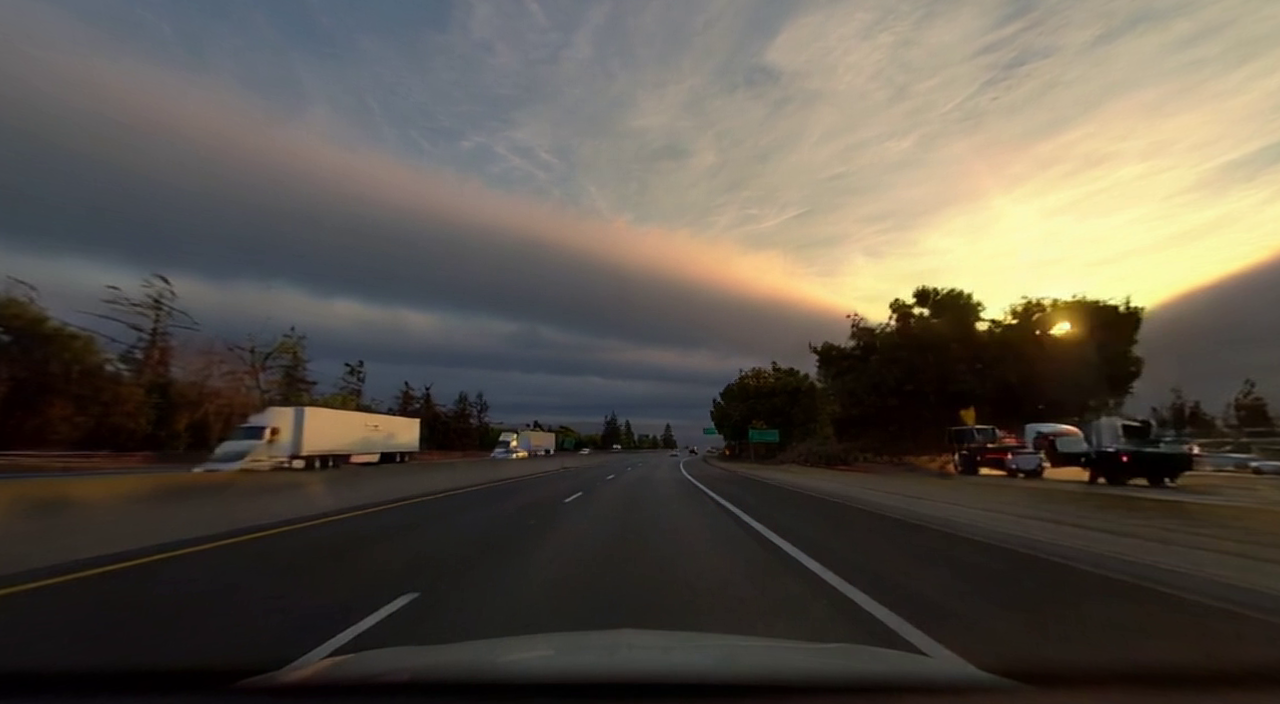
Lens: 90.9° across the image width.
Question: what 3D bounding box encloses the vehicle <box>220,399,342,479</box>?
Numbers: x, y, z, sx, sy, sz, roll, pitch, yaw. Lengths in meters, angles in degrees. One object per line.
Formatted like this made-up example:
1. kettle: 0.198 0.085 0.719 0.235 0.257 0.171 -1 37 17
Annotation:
1. vehicle: -19.558 4.832 34.829 2.956 3.971 5.830 -1 -9 2

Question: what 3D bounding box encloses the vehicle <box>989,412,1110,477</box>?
1. vehicle: 28.055 6.437 43.785 2.821 4.075 7.994 0 -9 -1

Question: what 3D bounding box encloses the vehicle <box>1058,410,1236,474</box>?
1. vehicle: 37.070 6.844 47.203 2.901 3.941 12.447 -4 -9 0
